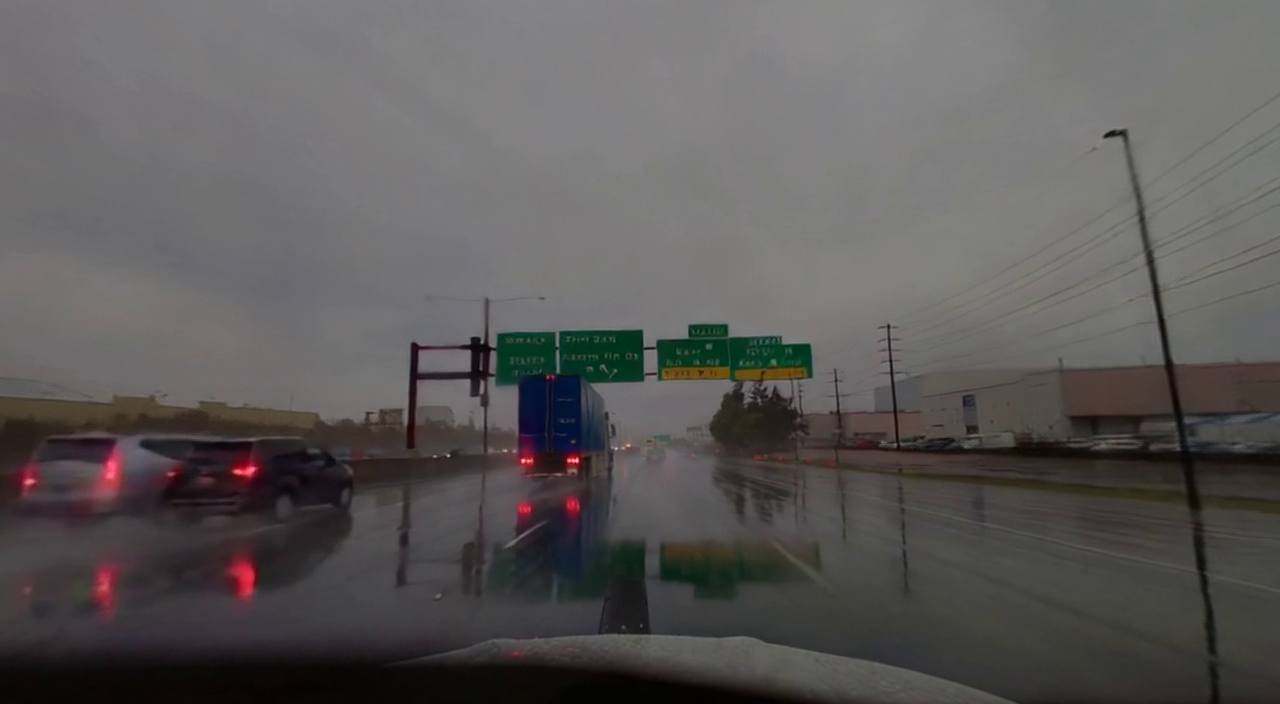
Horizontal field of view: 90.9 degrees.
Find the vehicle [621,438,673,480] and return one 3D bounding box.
[{"bbox_3d":[0.325,5.034,30.047,2.279,1.837,4.747,0,-8,0],"label":"vehicle"}]

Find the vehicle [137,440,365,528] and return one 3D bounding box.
[{"bbox_3d":[-7.538,2.559,12.836,1.945,1.482,4.109,0,-8,1],"label":"vehicle"}]

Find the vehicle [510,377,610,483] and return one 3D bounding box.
[{"bbox_3d":[-3.630,4.349,33.878,2.888,4.308,16.259,0,-8,1],"label":"vehicle"}]

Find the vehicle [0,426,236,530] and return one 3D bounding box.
[{"bbox_3d":[-10.534,2.405,12.606,1.997,1.692,4.294,0,-8,0],"label":"vehicle"}]
